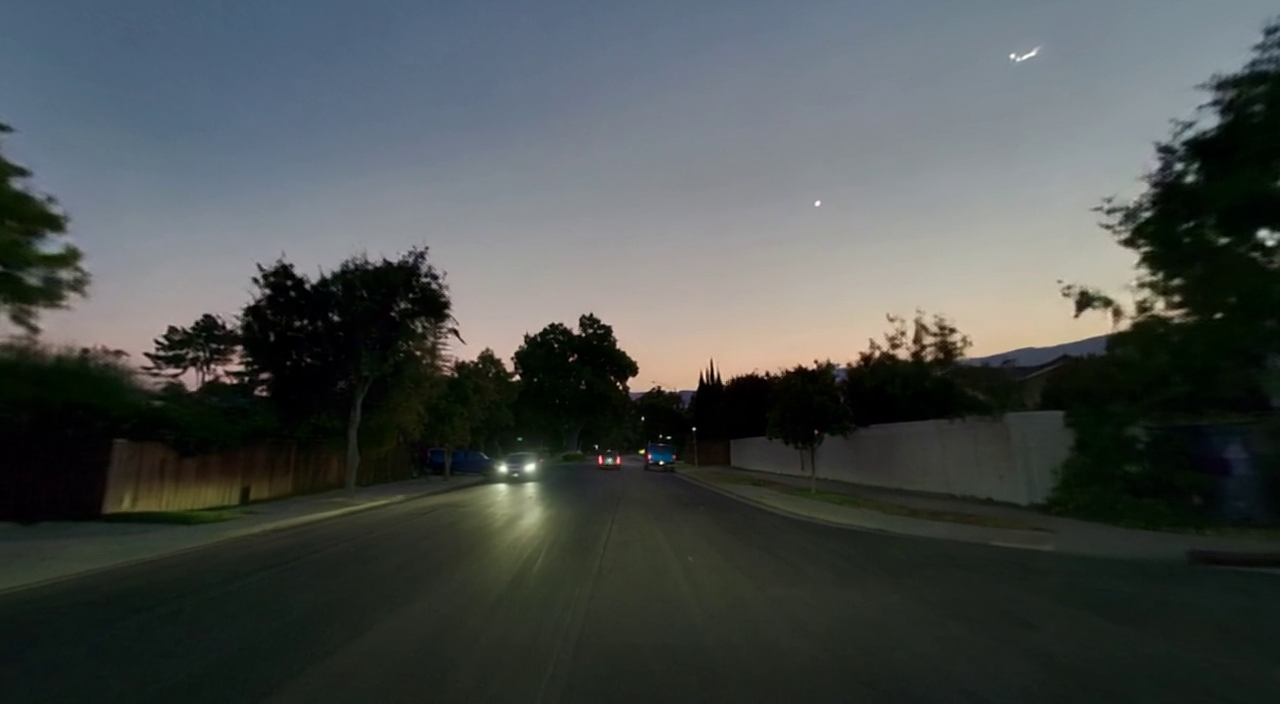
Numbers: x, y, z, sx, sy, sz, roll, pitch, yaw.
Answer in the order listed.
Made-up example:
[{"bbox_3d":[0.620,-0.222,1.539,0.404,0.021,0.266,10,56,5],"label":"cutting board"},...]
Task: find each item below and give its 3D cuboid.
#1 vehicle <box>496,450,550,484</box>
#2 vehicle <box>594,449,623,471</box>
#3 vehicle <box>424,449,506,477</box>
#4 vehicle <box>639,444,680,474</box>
[{"bbox_3d":[-5.786,5.719,31.710,1.926,1.513,4.236,0,-9,0],"label":"vehicle"},{"bbox_3d":[-2.324,7.974,46.765,2.064,1.477,3.968,0,-9,-2],"label":"vehicle"},{"bbox_3d":[-11.712,7.456,42.515,4.947,1.769,2.023,0,-9,-1],"label":"vehicle"},{"bbox_3d":[1.249,7.387,44.036,2.394,1.901,5.759,0,-9,-3],"label":"vehicle"}]
